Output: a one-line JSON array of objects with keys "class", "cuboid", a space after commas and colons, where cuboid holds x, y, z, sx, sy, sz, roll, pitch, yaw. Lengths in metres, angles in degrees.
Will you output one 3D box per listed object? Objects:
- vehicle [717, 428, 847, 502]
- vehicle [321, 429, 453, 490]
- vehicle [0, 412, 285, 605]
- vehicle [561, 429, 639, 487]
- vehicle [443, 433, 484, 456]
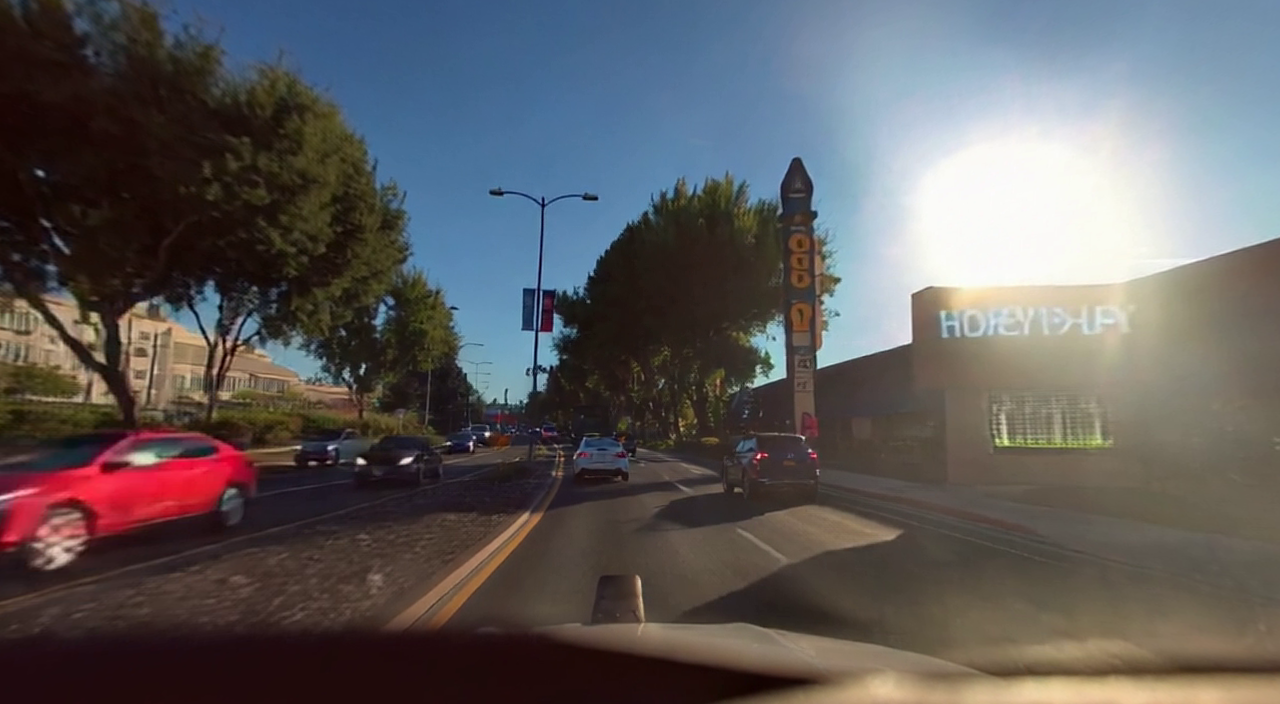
[{"class": "vehicle", "cuboid": [3.147, 2.584, 14.875, 1.889, 1.480, 3.876, 1, -8, -5]}, {"class": "vehicle", "cuboid": [-6.938, 2.974, 17.927, 1.984, 1.486, 4.708, 1, -8, -3]}, {"class": "vehicle", "cuboid": [-6.187, 1.527, 7.098, 2.007, 1.532, 4.266, 0, -8, -2]}, {"class": "vehicle", "cuboid": [-1.179, 2.972, 17.964, 1.991, 1.472, 3.518, 1, -8, -6]}, {"class": "vehicle", "cuboid": [-12.308, 6.463, 44.131, 1.993, 1.482, 4.420, 1, -8, -5]}]
